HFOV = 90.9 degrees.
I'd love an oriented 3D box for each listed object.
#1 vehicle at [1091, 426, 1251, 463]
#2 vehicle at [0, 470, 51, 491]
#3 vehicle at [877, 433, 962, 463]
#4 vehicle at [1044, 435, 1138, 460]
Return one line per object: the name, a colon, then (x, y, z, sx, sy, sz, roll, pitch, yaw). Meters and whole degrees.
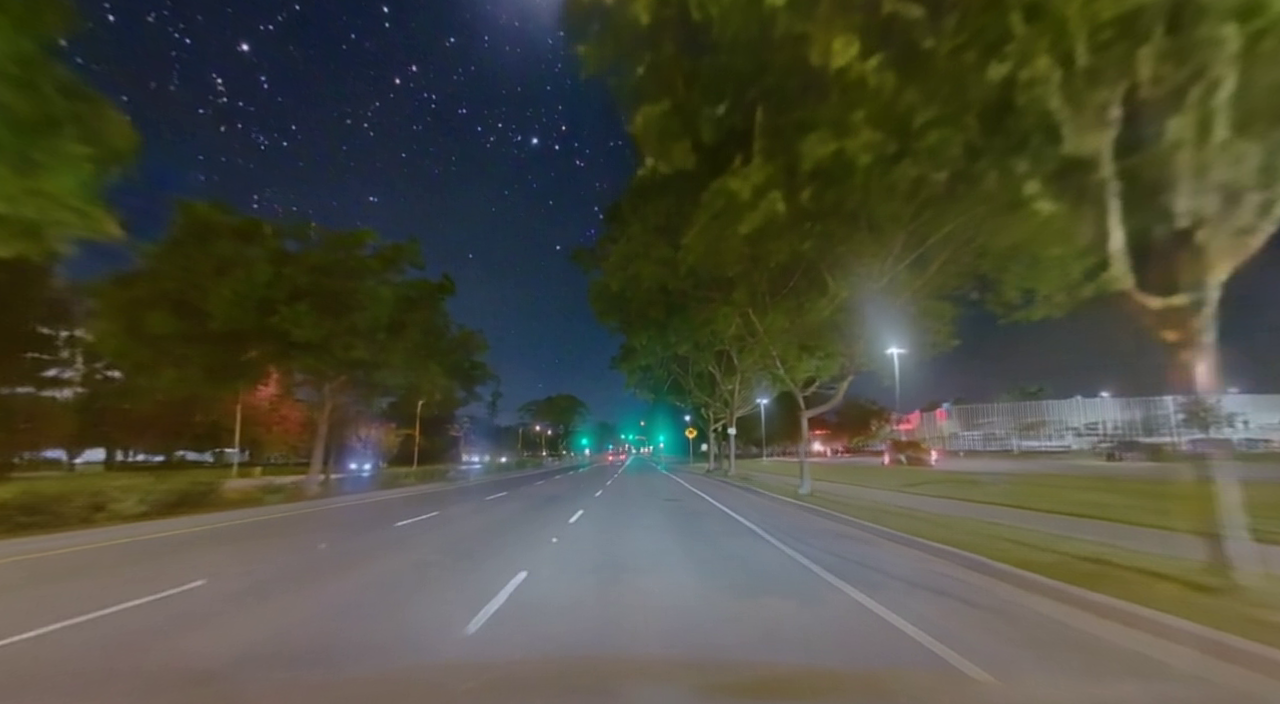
vehicle: (27.374, 4.808, 32.790, 2.196, 1.745, 5.838, 5, -10, -33)
vehicle: (-46.532, 9.547, 46.927, 3.594, 1.411, 1.647, -1, -9, -3)
vehicle: (14.397, 4.966, 32.638, 3.641, 1.408, 1.584, -2, -8, 4)
vehicle: (29.068, 6.167, 40.742, 1.910, 1.451, 4.433, 5, -10, -32)
